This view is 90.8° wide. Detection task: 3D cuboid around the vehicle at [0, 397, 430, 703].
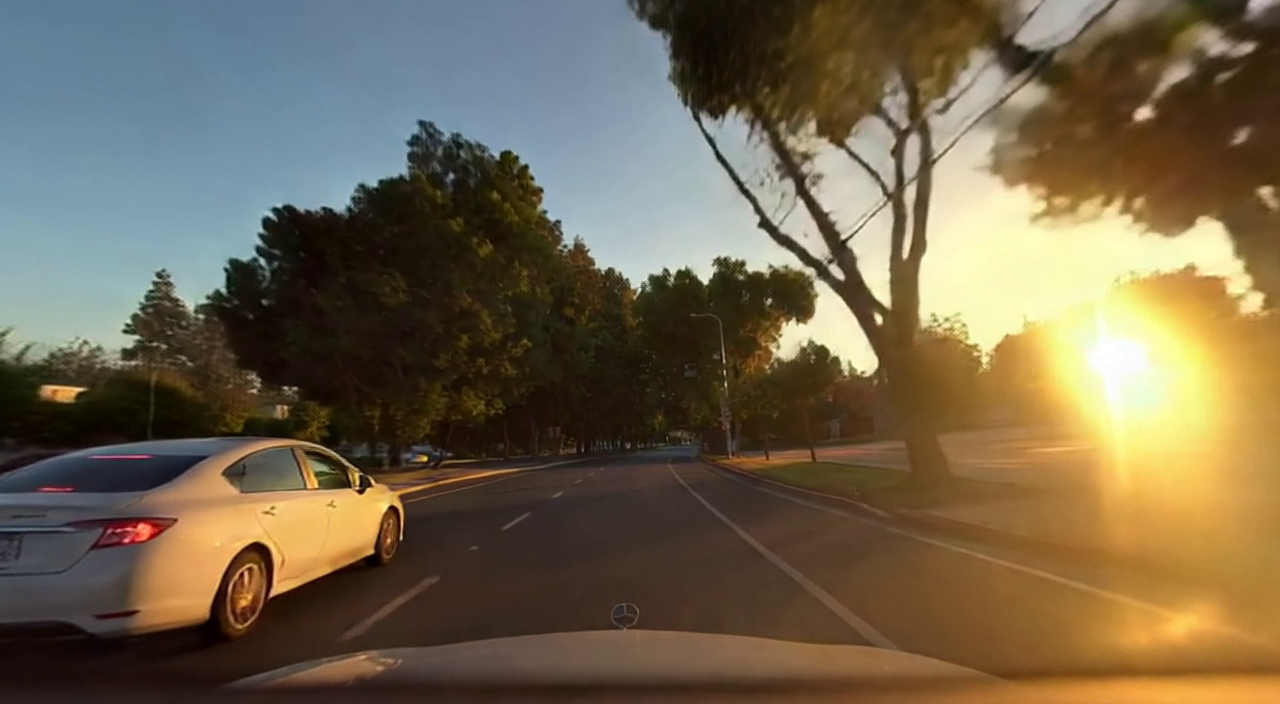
[{"bbox_3d":[-3.408,1.283,5.104,1.915,1.521,4.283,0,-8,0],"label":"vehicle"}]
